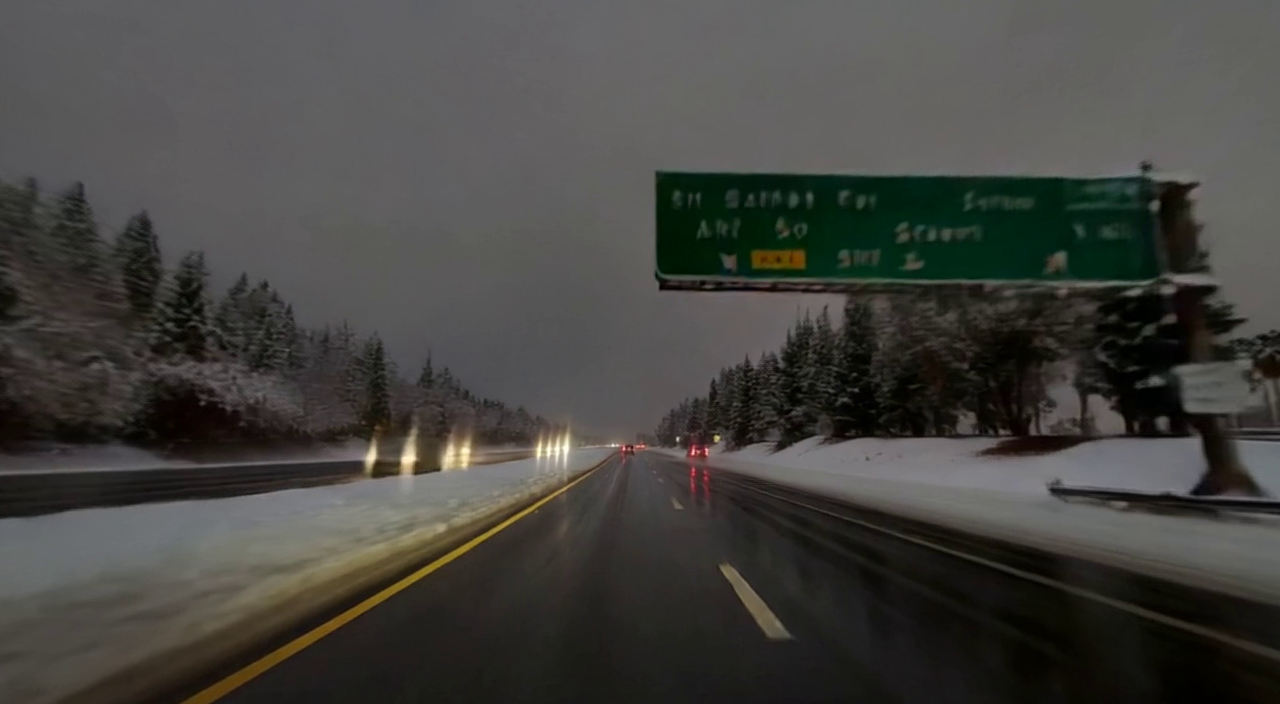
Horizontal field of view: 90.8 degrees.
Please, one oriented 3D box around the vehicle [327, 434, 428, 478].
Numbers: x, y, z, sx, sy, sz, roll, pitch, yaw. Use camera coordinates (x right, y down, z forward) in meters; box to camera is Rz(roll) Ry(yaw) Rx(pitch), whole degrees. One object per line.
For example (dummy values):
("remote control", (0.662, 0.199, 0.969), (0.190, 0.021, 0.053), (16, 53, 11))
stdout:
("vehicle", (-9.572, 3.838, 23.490), (1.867, 1.467, 4.485), (0, -9, 0))
